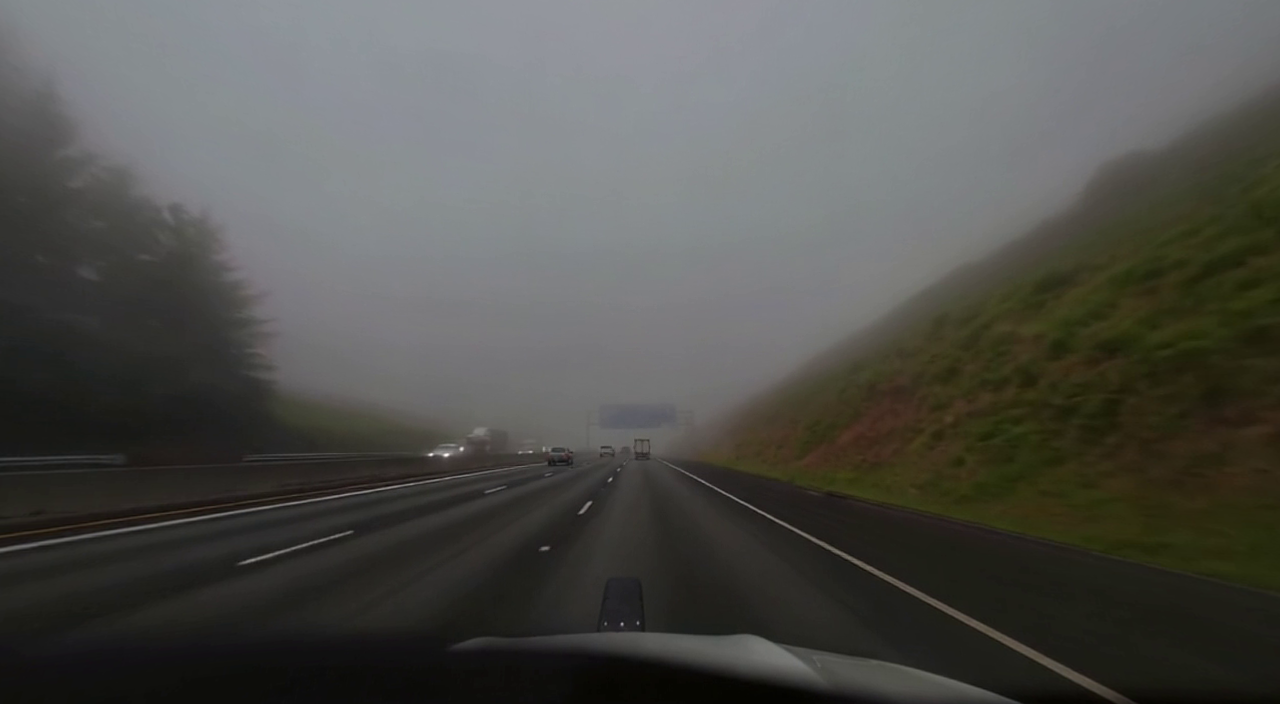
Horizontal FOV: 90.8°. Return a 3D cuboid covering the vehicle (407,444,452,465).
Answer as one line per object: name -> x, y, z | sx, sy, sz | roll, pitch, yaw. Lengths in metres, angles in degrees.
vehicle -> -16.039, 7.838, 48.239 | 1.918, 1.483, 4.211 | 0, -9, 1
